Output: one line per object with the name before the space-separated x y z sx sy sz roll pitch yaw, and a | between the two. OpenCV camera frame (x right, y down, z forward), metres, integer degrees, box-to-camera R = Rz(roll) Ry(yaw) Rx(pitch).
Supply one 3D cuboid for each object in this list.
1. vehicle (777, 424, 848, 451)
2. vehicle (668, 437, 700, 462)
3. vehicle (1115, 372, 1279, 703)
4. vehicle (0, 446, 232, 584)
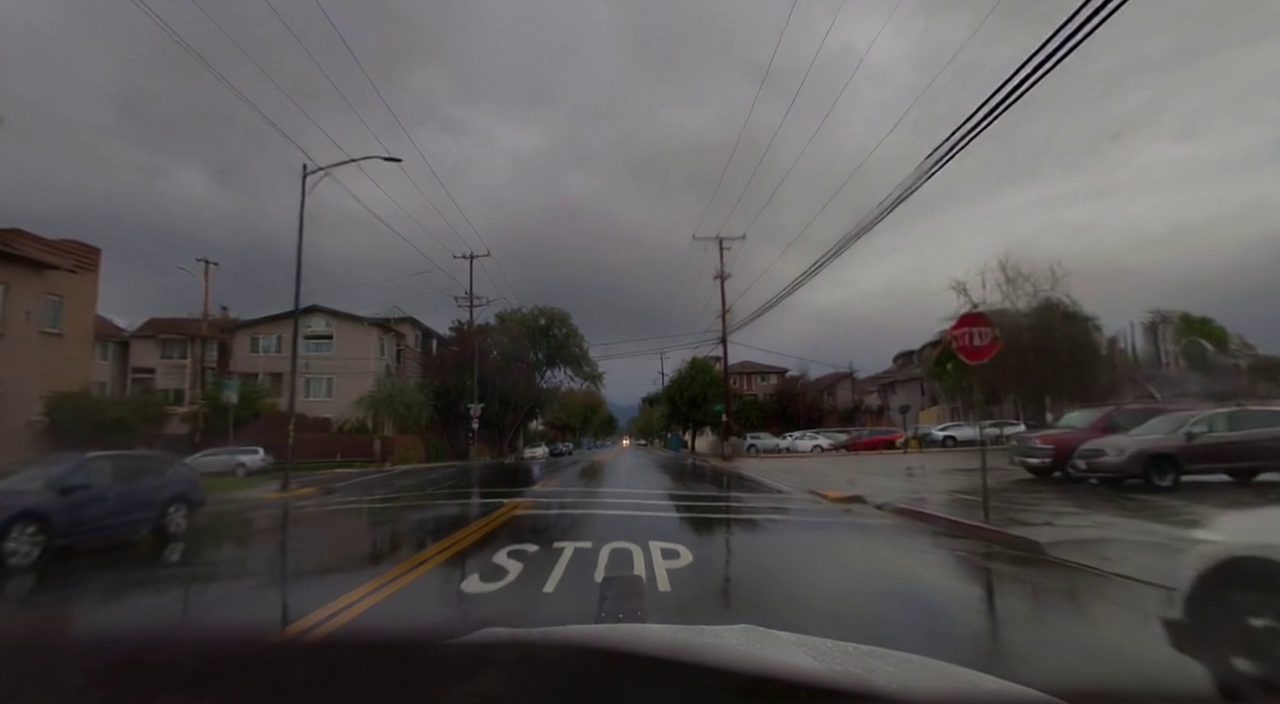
vehicle | 11.321 5.620 41.418 4.509 1.664 1.981 6 -10 -34
vehicle | 3.282 7.412 48.030 1.993 1.755 4.256 0 -8 -2
vehicle | 3.718 0.720 1.448 1.976 1.614 4.052 0 -8 -2
vehicle | -8.151 2.107 8.739 2.018 1.493 4.693 -2 -8 -2
